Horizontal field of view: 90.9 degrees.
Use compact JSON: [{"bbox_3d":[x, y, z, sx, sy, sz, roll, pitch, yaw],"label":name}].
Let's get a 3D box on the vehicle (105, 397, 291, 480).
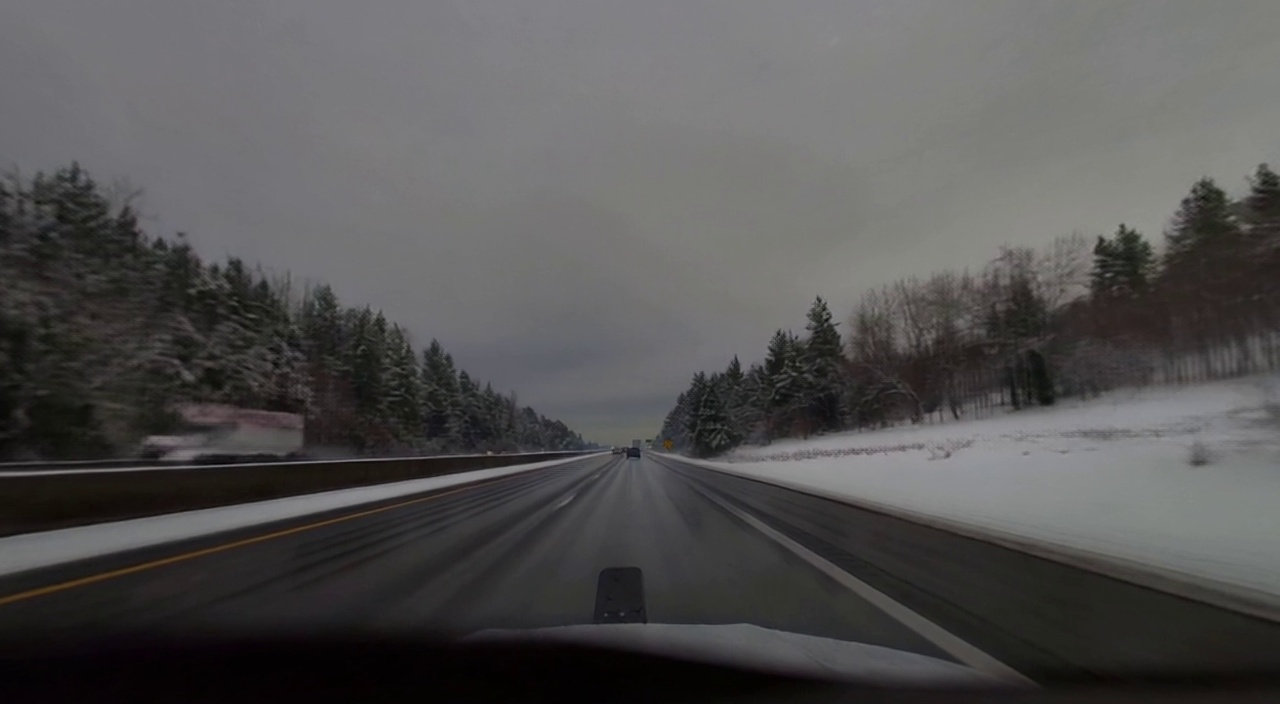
[{"bbox_3d":[-16.269,3.320,23.861,2.441,2.701,6.215,0,-9,0],"label":"vehicle"}]
